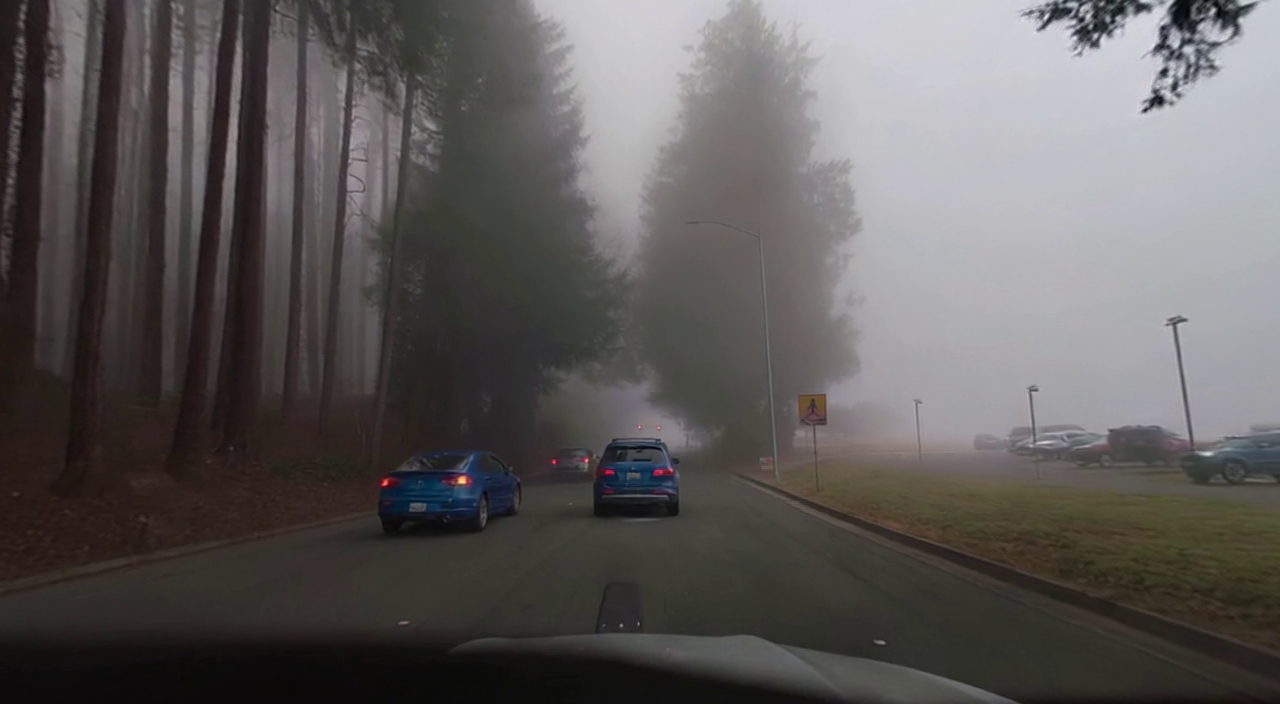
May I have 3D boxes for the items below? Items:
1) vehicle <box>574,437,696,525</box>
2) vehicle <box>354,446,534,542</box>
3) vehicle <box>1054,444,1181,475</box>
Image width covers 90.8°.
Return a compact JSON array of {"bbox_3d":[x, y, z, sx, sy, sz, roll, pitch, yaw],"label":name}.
[{"bbox_3d":[-0.076,2.656,13.549,2.229,1.591,3.897,0,-8,0],"label":"vehicle"},{"bbox_3d":[-3.442,2.545,12.129,1.922,1.464,4.424,0,-8,1],"label":"vehicle"},{"bbox_3d":[27.902,6.289,37.040,5.955,1.702,2.166,1,-8,-6],"label":"vehicle"}]
